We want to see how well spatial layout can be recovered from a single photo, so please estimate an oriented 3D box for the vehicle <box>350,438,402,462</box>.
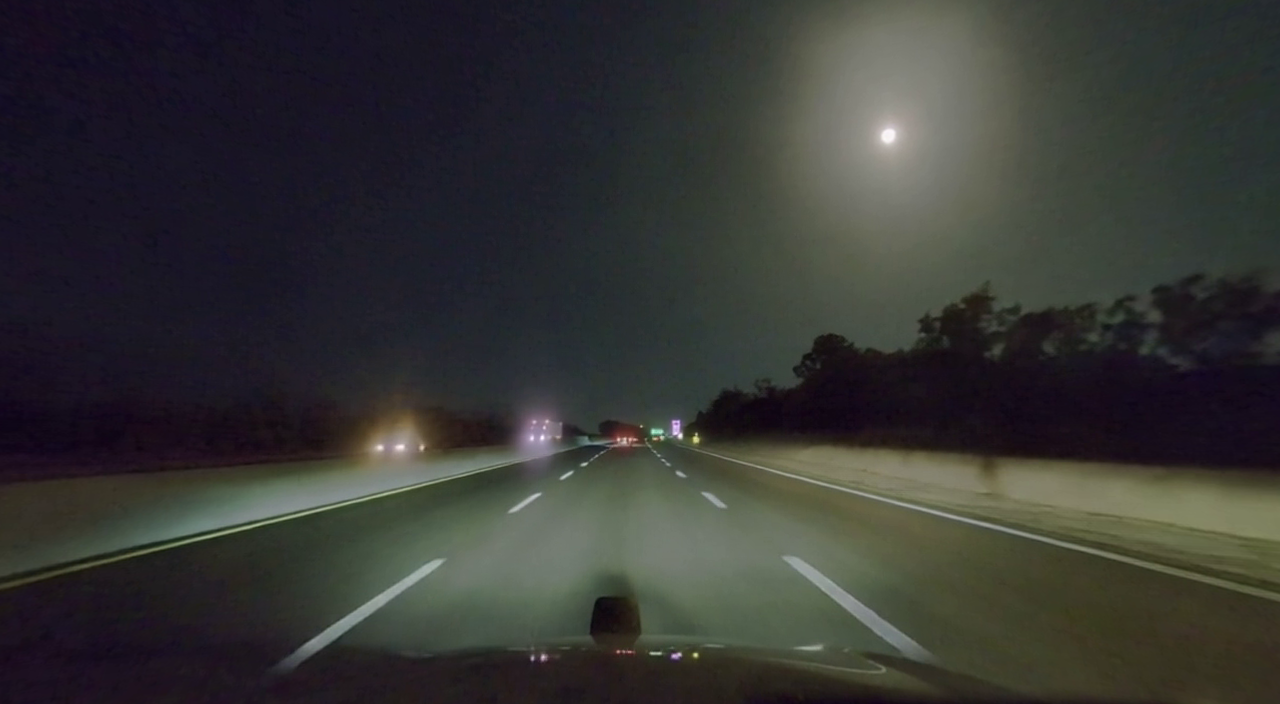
[{"bbox_3d":[-16.737,6.200,40.079,1.775,1.467,3.649,0,-8,-1],"label":"vehicle"}]
